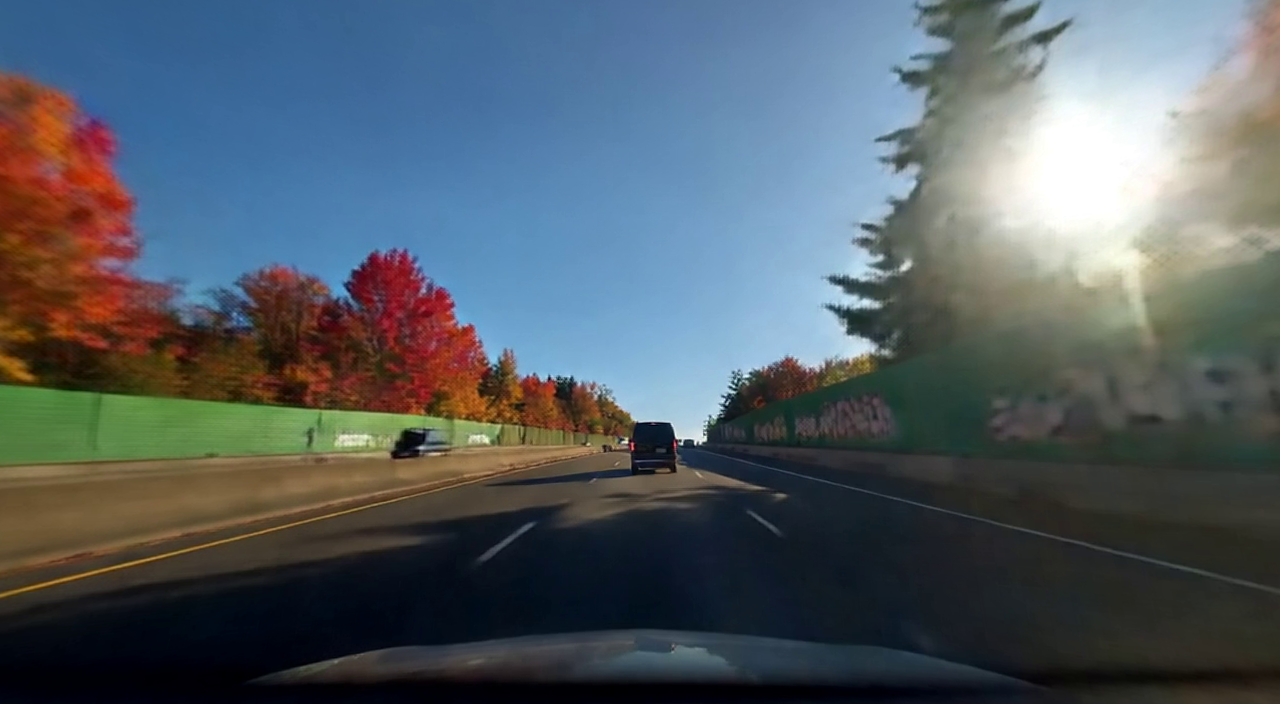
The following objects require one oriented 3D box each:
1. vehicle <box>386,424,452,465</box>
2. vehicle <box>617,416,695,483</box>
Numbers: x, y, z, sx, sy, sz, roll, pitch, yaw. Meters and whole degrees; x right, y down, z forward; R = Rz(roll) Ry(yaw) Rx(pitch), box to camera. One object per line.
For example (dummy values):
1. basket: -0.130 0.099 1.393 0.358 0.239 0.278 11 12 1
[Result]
1. vehicle: -15.762 6.640 45.222 2.356 2.698 5.982 0 -8 2
2. vehicle: 0.482 3.197 20.773 2.283 1.956 4.421 0 -8 0
